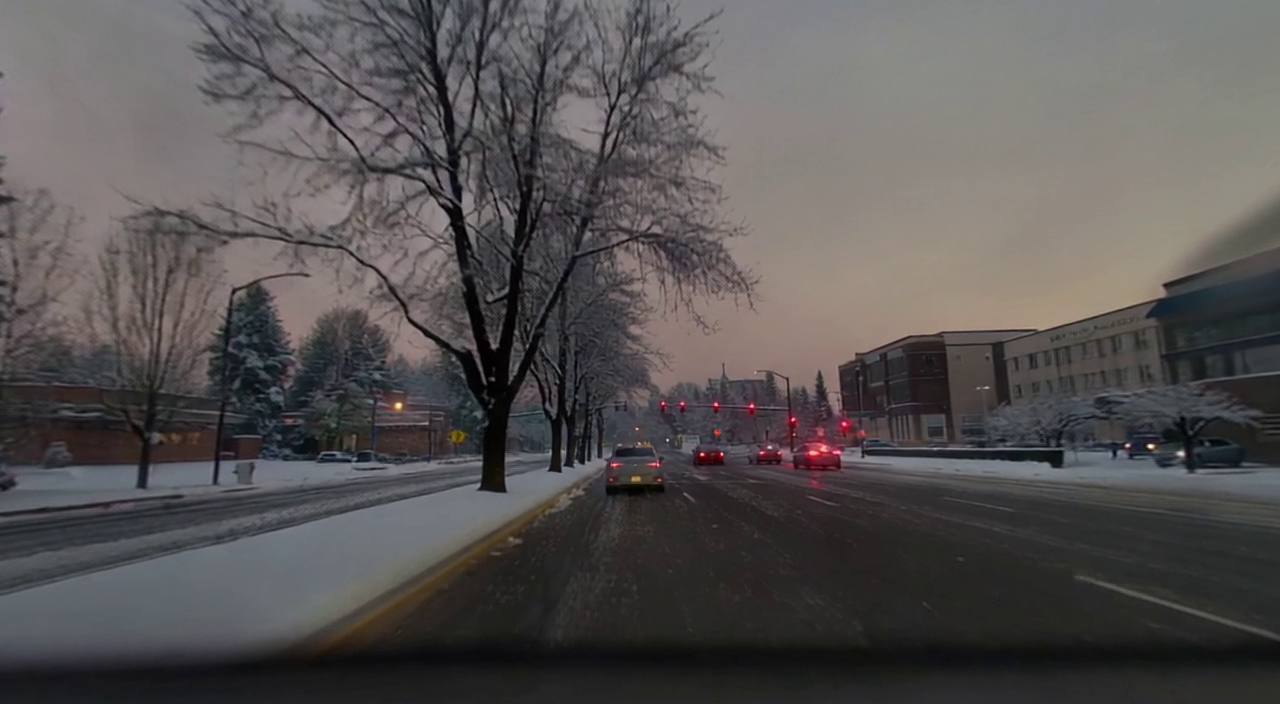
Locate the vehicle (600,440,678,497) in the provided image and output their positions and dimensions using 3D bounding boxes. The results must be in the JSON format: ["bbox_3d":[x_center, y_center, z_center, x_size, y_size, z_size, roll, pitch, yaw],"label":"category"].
[{"bbox_3d":[-0.050,3.377,18.724,2.064,1.477,3.968,0,-9,-1],"label":"vehicle"}]

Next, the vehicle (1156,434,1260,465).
[{"bbox_3d":[31.898,5.479,35.635,1.873,1.588,4.133,-2,-8,-1],"label":"vehicle"}]
